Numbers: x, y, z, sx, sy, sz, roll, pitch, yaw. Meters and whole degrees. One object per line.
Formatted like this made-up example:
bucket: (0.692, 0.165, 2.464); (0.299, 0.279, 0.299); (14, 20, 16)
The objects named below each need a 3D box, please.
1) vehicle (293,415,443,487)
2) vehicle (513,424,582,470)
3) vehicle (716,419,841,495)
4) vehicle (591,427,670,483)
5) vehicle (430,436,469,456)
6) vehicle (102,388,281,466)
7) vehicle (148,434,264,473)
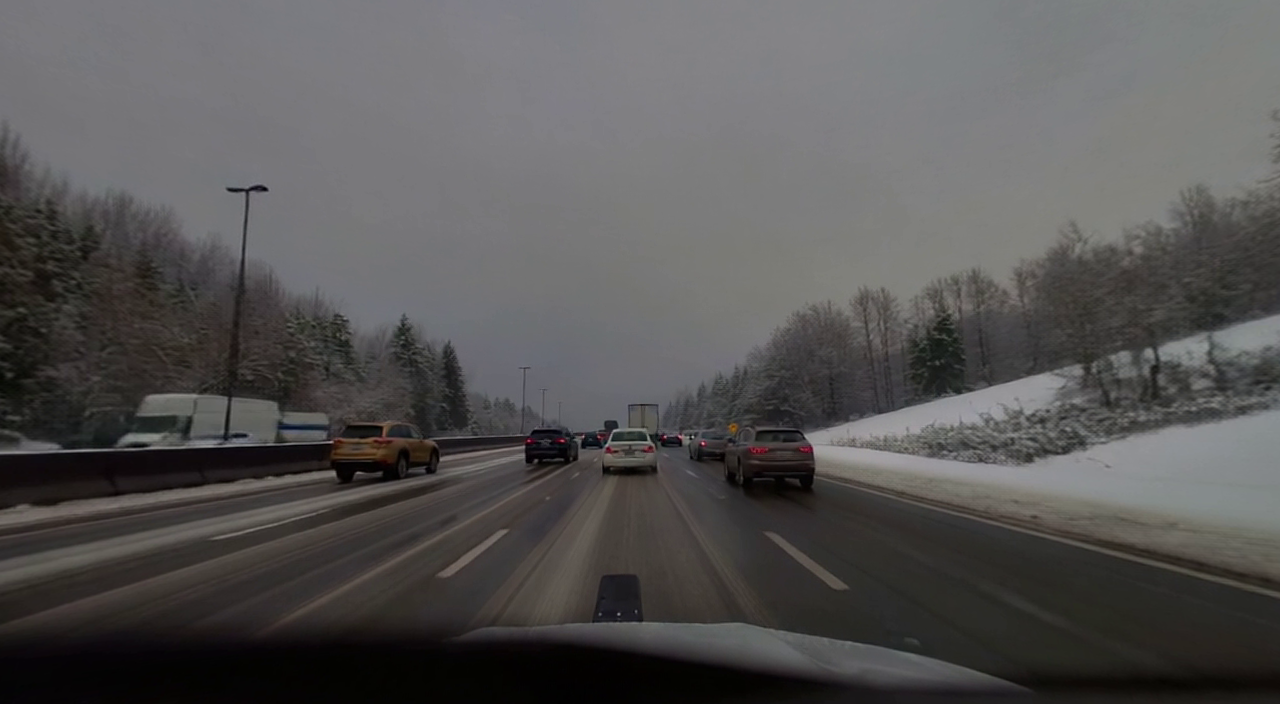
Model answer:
vehicle: (-7.485, 2.771, 17.968); (2.117, 1.779, 4.745); (0, -8, 1)
vehicle: (-3.612, 3.822, 25.463); (2.064, 1.672, 4.277); (0, -8, 1)
vehicle: (3.311, 2.592, 16.019); (2.095, 1.650, 4.331); (0, -8, -1)
vehicle: (-0.241, 3.082, 19.158); (2.111, 1.494, 4.364); (0, -8, 1)
vehicle: (-14.937, 7.399, 49.456); (1.811, 1.478, 4.096); (0, -8, 0)
vehicle: (-22.684, 3.941, 32.663); (2.912, 3.480, 8.454); (0, -8, 1)
vehicle: (-18.878, 4.403, 27.638); (1.879, 1.515, 4.479); (0, -8, 0)
